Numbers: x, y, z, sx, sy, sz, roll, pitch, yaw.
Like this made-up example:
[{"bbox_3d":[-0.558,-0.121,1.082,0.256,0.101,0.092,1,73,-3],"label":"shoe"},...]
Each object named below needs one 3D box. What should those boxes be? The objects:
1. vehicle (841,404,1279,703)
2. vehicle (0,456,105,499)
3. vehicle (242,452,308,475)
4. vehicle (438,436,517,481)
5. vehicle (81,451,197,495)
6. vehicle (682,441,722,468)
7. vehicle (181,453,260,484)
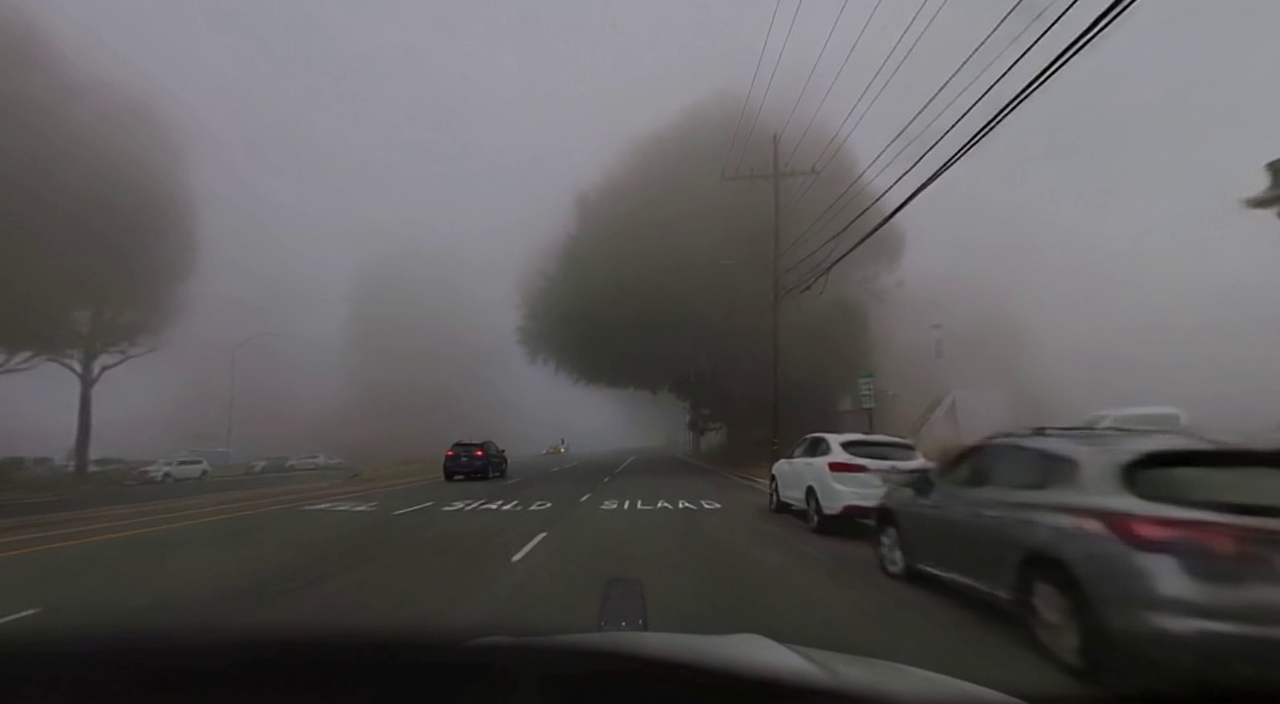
[{"bbox_3d":[3.323,1.267,4.618,2.259,1.500,4.474,0,-8,1],"label":"vehicle"},{"bbox_3d":[-25.834,5.309,27.016,1.926,1.557,4.385,0,-8,-1],"label":"vehicle"},{"bbox_3d":[-25.618,7.831,44.466,1.935,1.487,4.600,-1,-10,0],"label":"vehicle"},{"bbox_3d":[-6.592,4.351,26.111,2.000,1.671,4.497,0,-8,1],"label":"vehicle"},{"bbox_3d":[-25.668,6.174,32.547,2.132,1.492,4.734,-4,-4,1],"label":"vehicle"},{"bbox_3d":[3.854,6.442,39.980,2.048,1.556,4.753,0,-8,0],"label":"vehicle"},{"bbox_3d":[-25.649,7.107,38.741,1.857,1.472,4.422,-4,-7,1],"label":"vehicle"}]
